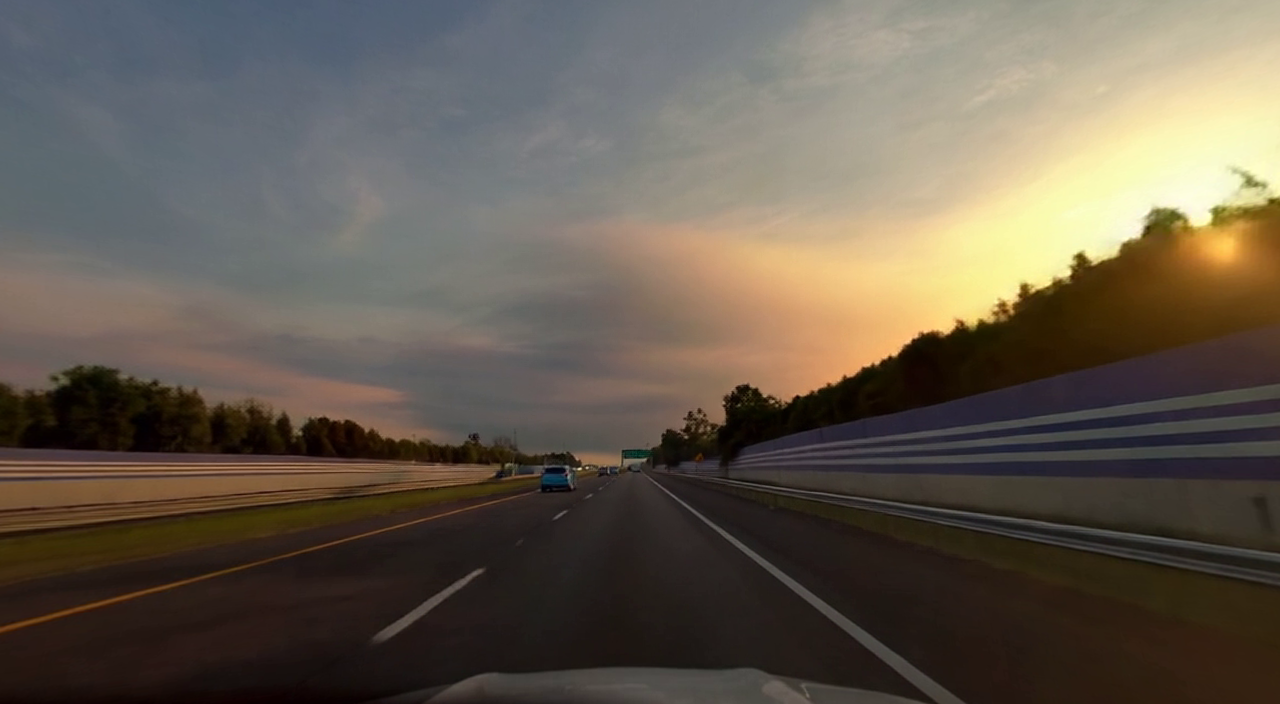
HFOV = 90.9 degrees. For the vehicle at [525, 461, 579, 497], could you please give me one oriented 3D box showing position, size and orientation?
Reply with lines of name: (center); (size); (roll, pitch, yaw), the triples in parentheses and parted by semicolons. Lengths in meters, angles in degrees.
vehicle: (-4.040, 5.952, 29.641); (1.985, 1.515, 3.839); (0, -10, 0)
